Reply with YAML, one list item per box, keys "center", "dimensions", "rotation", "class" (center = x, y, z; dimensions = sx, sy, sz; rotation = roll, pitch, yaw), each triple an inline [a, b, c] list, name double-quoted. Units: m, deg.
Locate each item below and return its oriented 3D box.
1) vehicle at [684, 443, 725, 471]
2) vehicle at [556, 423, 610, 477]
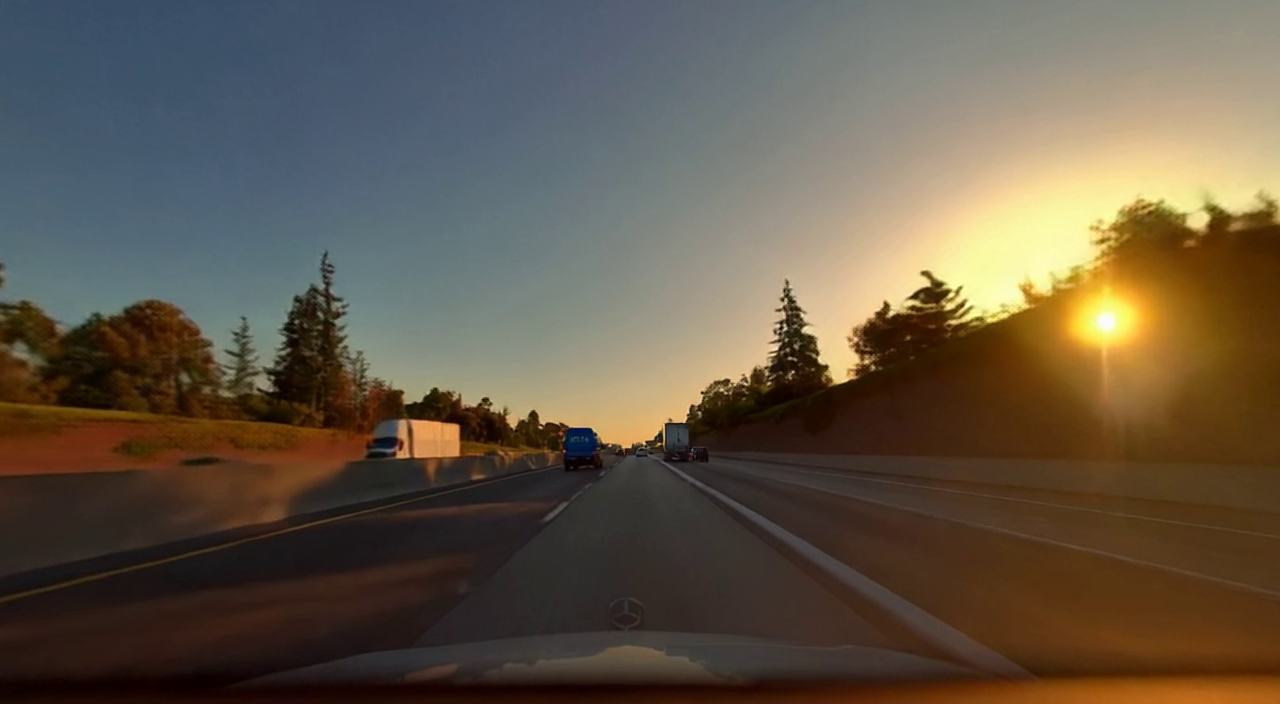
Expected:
- center: [3.984, 6.561, 39.711]
  dimensions: [2.066, 1.638, 4.158]
  rotation: [0, -9, -2]
  class: "vehicle"
- center: [-2.972, 5.375, 34.790]
  dimensions: [2.380, 2.648, 6.879]
  rotation: [0, -9, 0]
  class: "vehicle"
